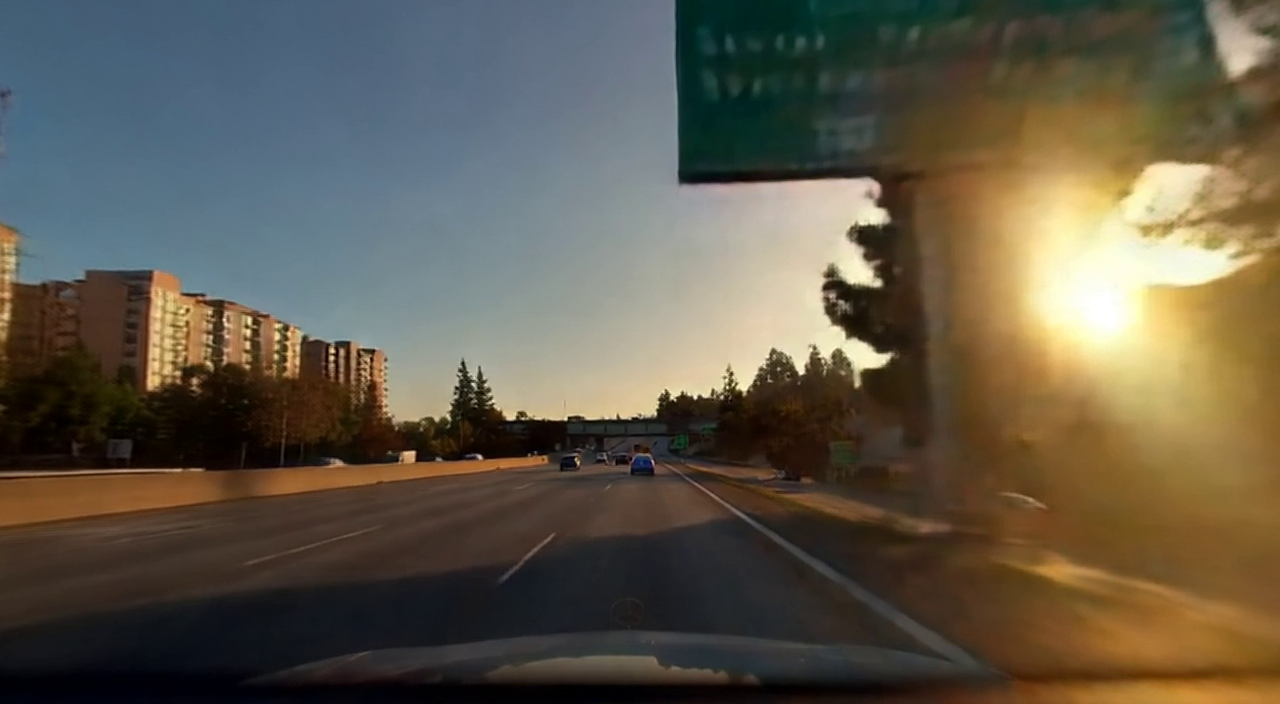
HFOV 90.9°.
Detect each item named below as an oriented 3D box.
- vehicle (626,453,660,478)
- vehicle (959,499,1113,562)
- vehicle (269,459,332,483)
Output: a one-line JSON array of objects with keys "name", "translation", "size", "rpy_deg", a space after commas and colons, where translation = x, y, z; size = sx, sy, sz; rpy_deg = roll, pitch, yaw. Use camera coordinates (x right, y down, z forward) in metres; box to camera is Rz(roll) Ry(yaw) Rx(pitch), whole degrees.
[{"name": "vehicle", "translation": [0.204, 7.157, 39.957], "size": [2.051, 1.443, 3.770], "rpy_deg": [0, -9, 1]}, {"name": "vehicle", "translation": [17.249, 7.762, 28.004], "size": [2.599, 1.962, 5.759], "rpy_deg": [1, -9, -7]}, {"name": "vehicle", "translation": [-22.896, 8.042, 42.674], "size": [1.810, 1.450, 4.356], "rpy_deg": [0, -9, 0]}]
